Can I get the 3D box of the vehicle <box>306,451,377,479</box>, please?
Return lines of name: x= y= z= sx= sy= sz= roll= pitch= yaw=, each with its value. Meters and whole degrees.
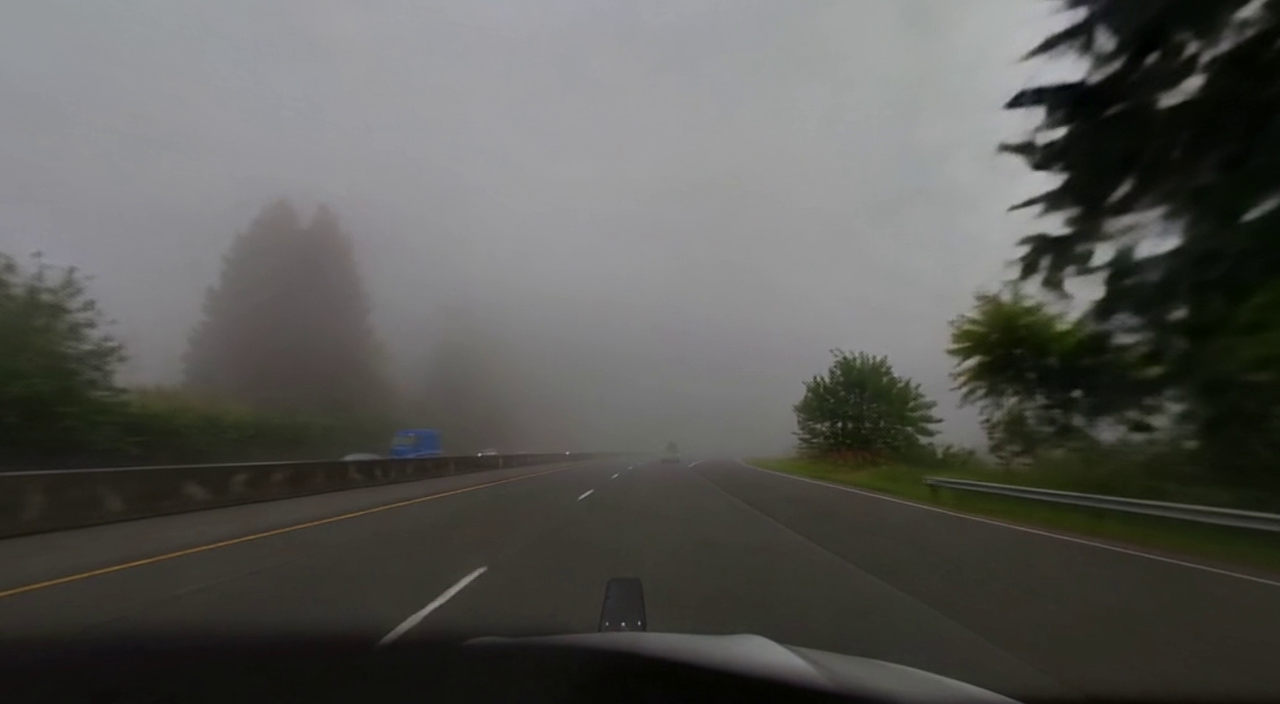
vehicle: x=-17.025 y=6.461 z=36.178 sx=1.957 sy=1.482 sz=4.172 roll=0 pitch=-9 yaw=2
